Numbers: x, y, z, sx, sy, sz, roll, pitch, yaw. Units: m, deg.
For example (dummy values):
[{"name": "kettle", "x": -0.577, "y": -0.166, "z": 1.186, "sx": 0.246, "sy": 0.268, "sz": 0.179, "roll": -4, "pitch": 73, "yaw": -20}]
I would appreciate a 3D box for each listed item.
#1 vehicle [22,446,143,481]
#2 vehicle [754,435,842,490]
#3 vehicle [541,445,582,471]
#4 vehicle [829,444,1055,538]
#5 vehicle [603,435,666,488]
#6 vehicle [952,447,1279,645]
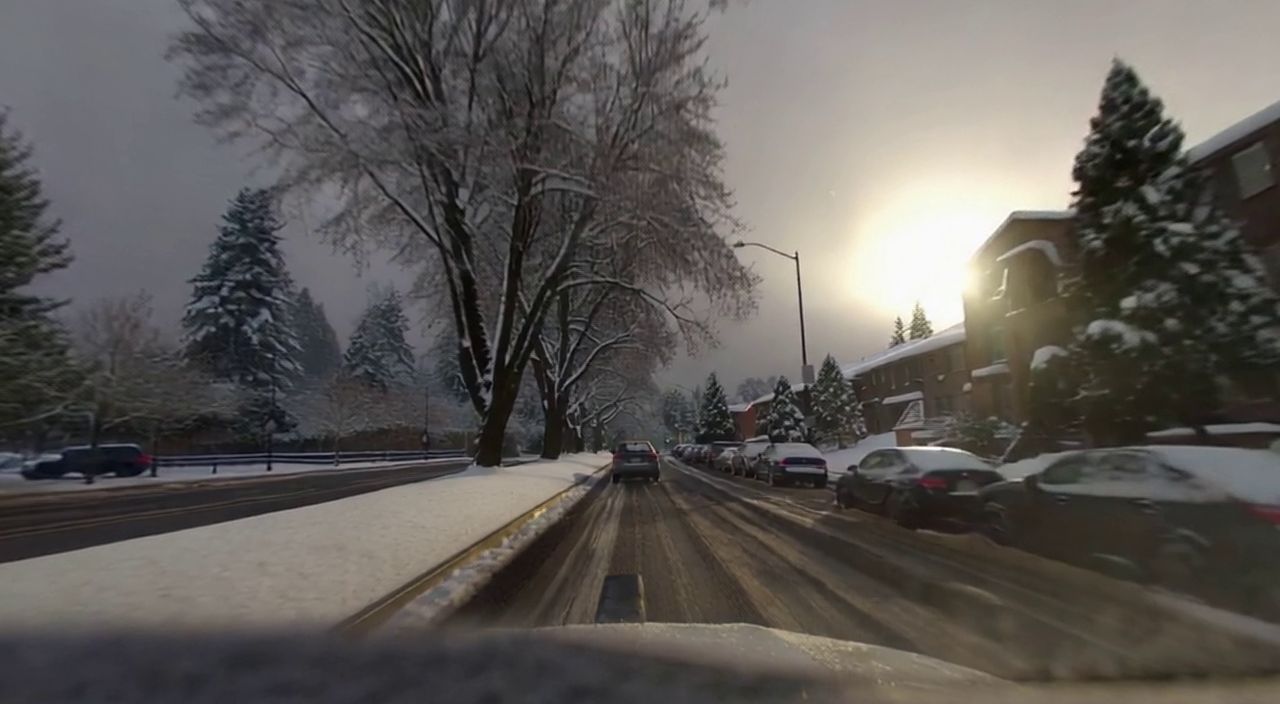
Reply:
[{"name": "vehicle", "x": -34.508, "y": 6.906, "z": 39.242, "sx": 5.329, "sy": 2.013, "sz": 2.242, "roll": 0, "pitch": -9, "yaw": 1}, {"name": "vehicle", "x": 5.814, "y": 4.117, "z": 23.859, "sx": 2.139, "sy": 1.872, "sz": 4.585, "roll": 0, "pitch": -9, "yaw": 1}, {"name": "vehicle", "x": -4.775, "y": 6.550, "z": 39.191, "sx": 2.105, "sy": 1.474, "sz": 4.808, "roll": 0, "pitch": -9, "yaw": -2}, {"name": "vehicle", "x": 5.544, "y": 2.582, "z": 12.471, "sx": 2.022, "sy": 1.484, "sz": 4.612, "roll": 0, "pitch": -9, "yaw": -2}, {"name": "vehicle", "x": -0.236, "y": 3.923, "z": 22.889, "sx": 2.070, "sy": 1.698, "sz": 3.925, "roll": 0, "pitch": -9, "yaw": -1}, {"name": "vehicle", "x": 5.778, "y": 1.823, "z": 7.074, "sx": 1.903, "sy": 1.491, "sz": 4.999, "roll": 0, "pitch": -9, "yaw": -2}]
